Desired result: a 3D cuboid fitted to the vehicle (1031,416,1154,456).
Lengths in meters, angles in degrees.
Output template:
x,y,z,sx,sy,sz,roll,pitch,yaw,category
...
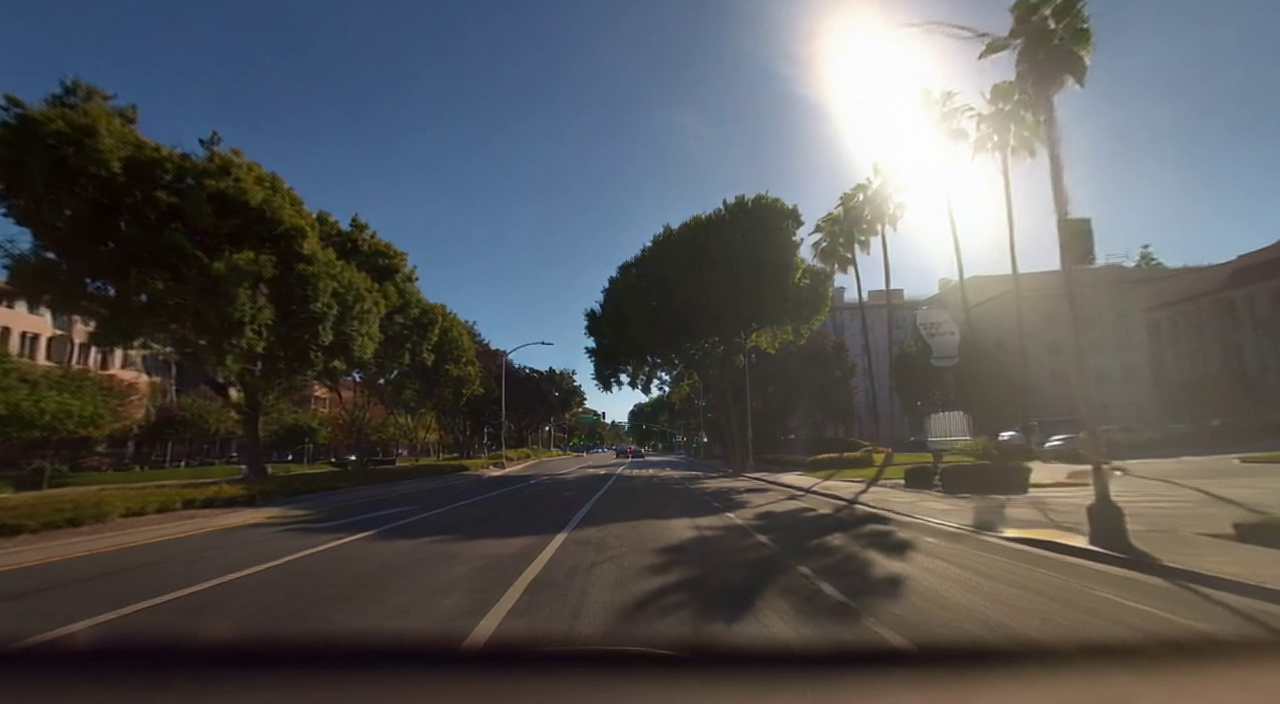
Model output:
x,y,z,sx,sy,sz,roll,pitch,yaw,category
22.673,4.288,31.916,2.222,1.818,5.099,0,-8,-3,vehicle
